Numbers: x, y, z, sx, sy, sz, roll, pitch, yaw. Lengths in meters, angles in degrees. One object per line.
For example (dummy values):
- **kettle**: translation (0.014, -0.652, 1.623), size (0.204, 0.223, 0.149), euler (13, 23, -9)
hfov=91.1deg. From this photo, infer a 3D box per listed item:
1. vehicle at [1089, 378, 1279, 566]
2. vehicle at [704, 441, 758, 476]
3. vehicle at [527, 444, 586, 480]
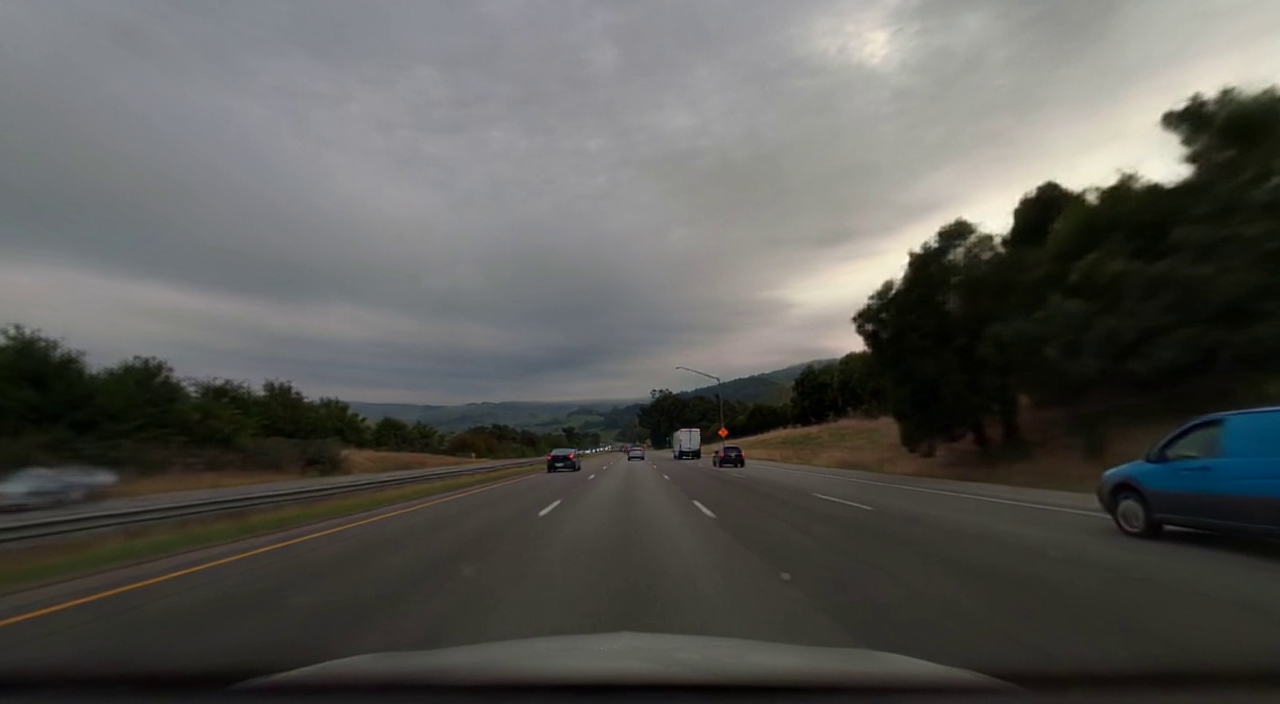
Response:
- **vehicle**: translation (7.724, 1.260, 6.678), size (2.133, 1.933, 4.986), euler (0, -9, -1)
- **vehicle**: translation (4.598, 5.449, 32.452), size (2.069, 1.625, 4.832), euler (0, -9, 0)
- **vehicle**: translation (-3.850, 5.197, 29.896), size (2.160, 1.530, 4.500), euler (0, -9, 0)
